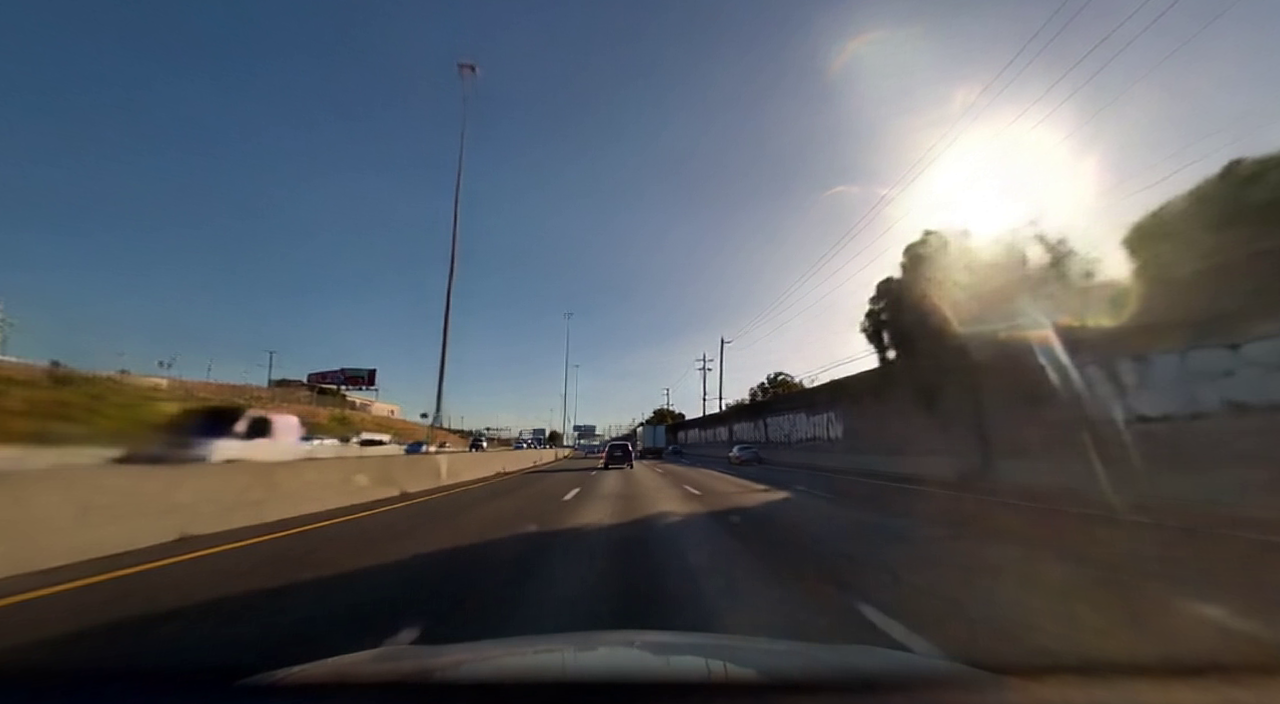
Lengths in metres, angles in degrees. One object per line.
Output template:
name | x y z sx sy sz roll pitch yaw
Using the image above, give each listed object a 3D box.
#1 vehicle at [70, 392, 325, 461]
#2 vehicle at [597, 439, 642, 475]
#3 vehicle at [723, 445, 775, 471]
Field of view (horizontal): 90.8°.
vehicle | -10.485 1.959 15.817 2.299 1.399 5.789 0 -9 -1
vehicle | -1.029 5.328 32.206 2.191 1.685 3.353 0 -9 -2
vehicle | 6.501 6.360 38.191 2.018 1.451 4.762 0 -9 -3
